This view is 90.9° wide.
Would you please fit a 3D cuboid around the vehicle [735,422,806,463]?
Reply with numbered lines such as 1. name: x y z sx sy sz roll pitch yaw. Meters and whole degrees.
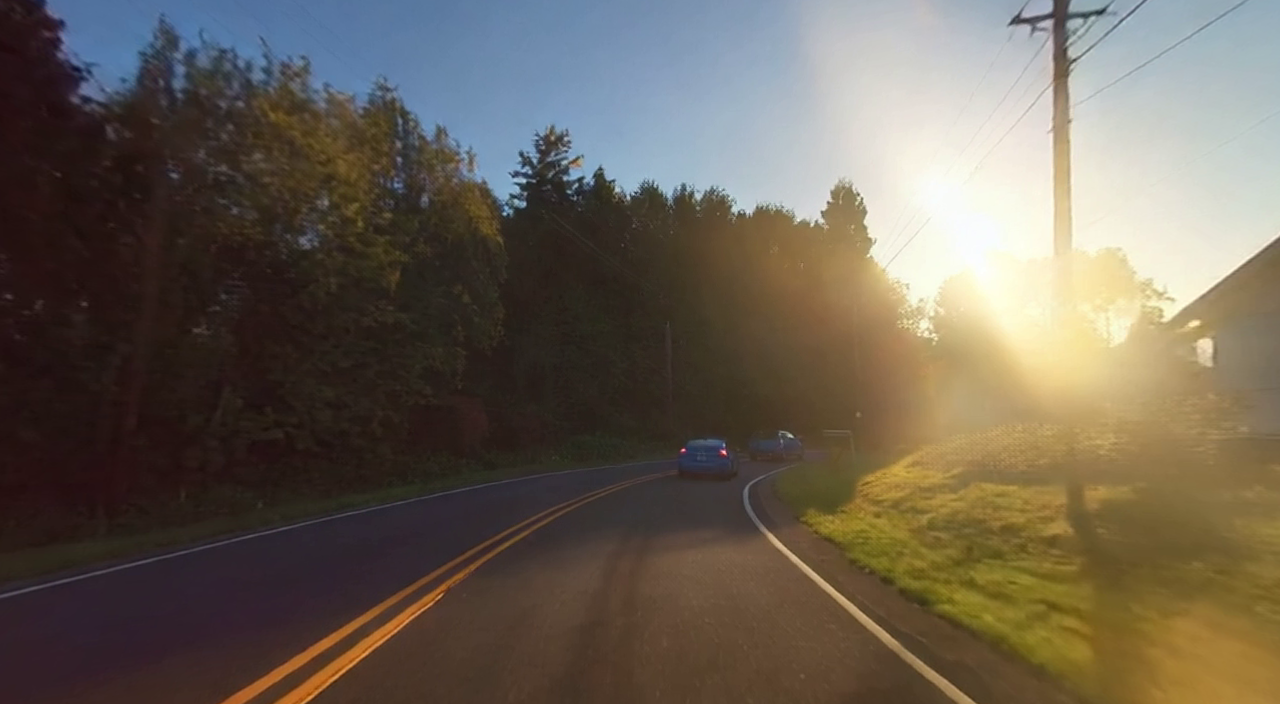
1. vehicle: 7.668 5.217 36.425 2.376 2.145 5.953 -4 -9 27

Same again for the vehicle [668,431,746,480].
1. vehicle: 2.538 3.735 23.021 2.157 1.565 4.243 -2 -9 15
